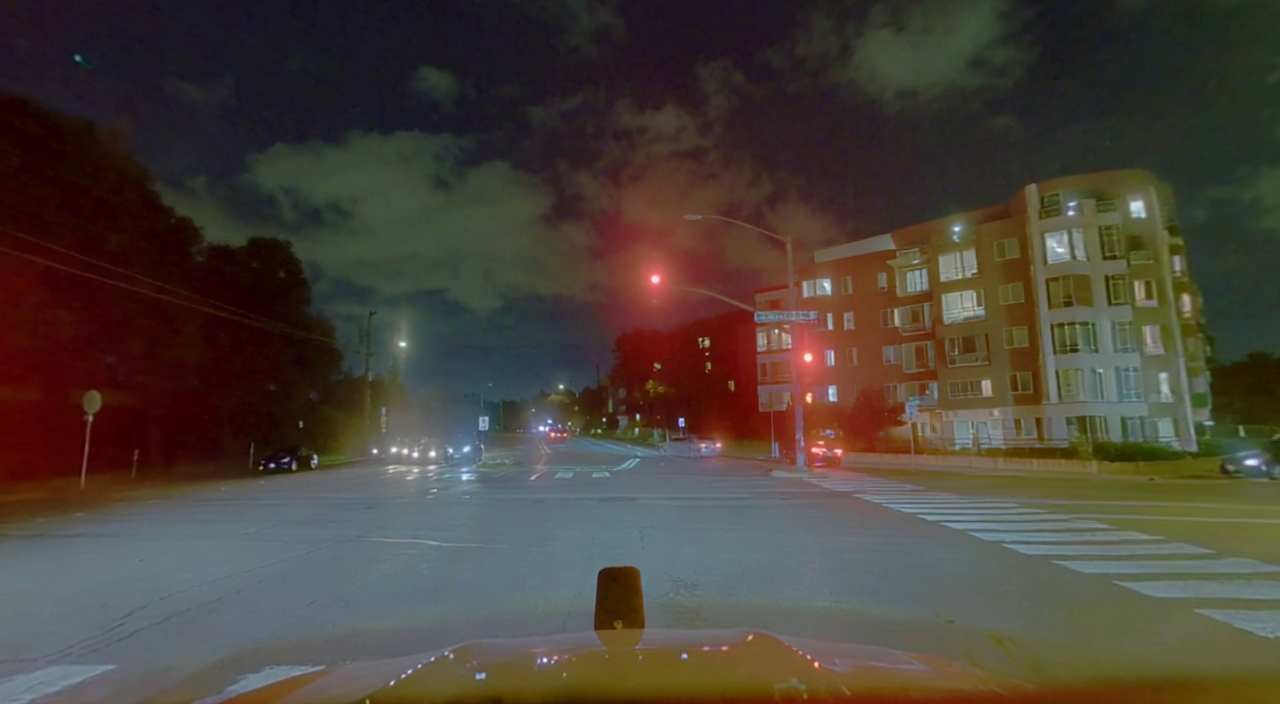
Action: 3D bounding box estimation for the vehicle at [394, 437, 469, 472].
[{"bbox_3d":[-9.698,4.798,29.774,2.116,1.521,4.294,0,-9,-1],"label":"vehicle"}]

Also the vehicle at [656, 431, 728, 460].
[{"bbox_3d":[2.911,5.449,36.881,2.073,1.571,4.790,4,-10,-25],"label":"vehicle"}]

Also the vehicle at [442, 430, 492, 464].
[{"bbox_3d":[-9.804,5.455,36.186,1.910,1.818,4.057,0,-9,-3],"label":"vehicle"}]

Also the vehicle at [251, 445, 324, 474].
[{"bbox_3d":[-21.118,6.453,38.092,1.981,1.628,4.336,0,-9,-1],"label":"vehicle"}]
